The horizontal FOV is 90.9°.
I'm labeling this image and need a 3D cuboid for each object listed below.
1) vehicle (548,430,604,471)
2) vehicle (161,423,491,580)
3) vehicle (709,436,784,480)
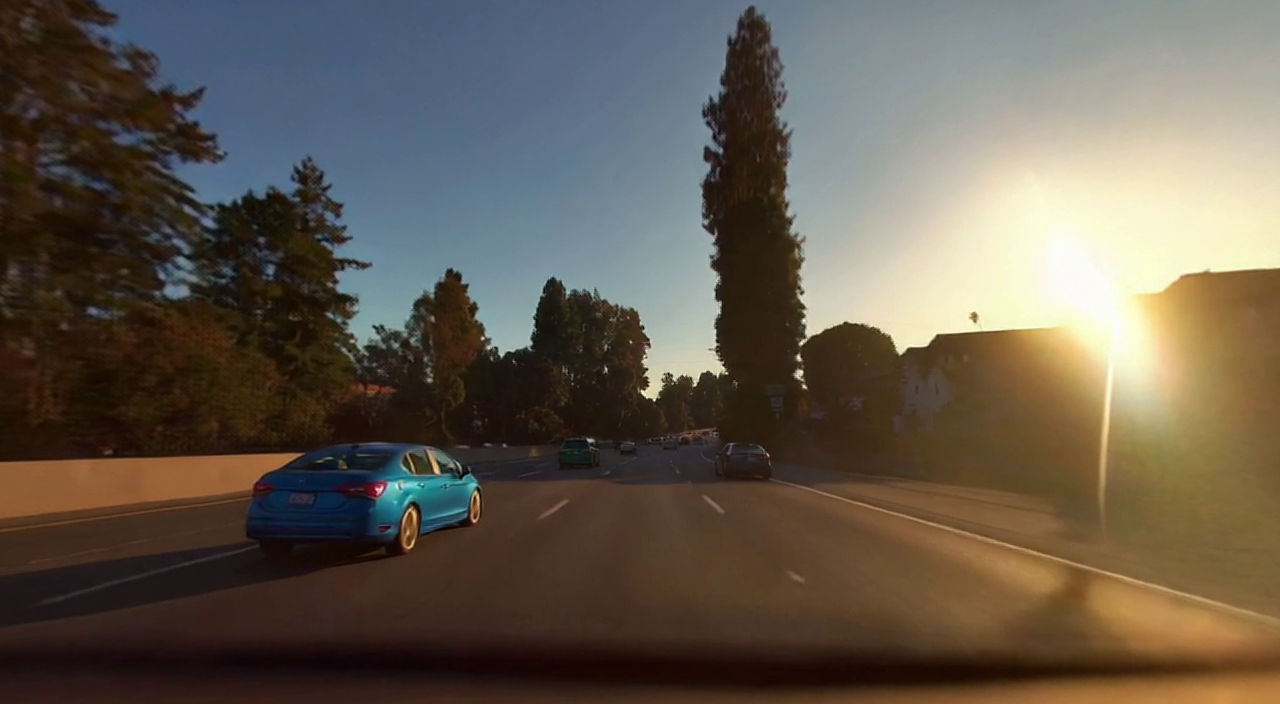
[{"bbox_3d":[-3.071,4.856,31.209,2.122,1.847,4.696,0,-8,2],"label":"vehicle"},{"bbox_3d":[-3.521,1.748,8.261,1.948,1.475,4.461,0,-8,1],"label":"vehicle"},{"bbox_3d":[3.860,3.950,23.680,2.100,1.472,4.533,0,-8,1],"label":"vehicle"}]
